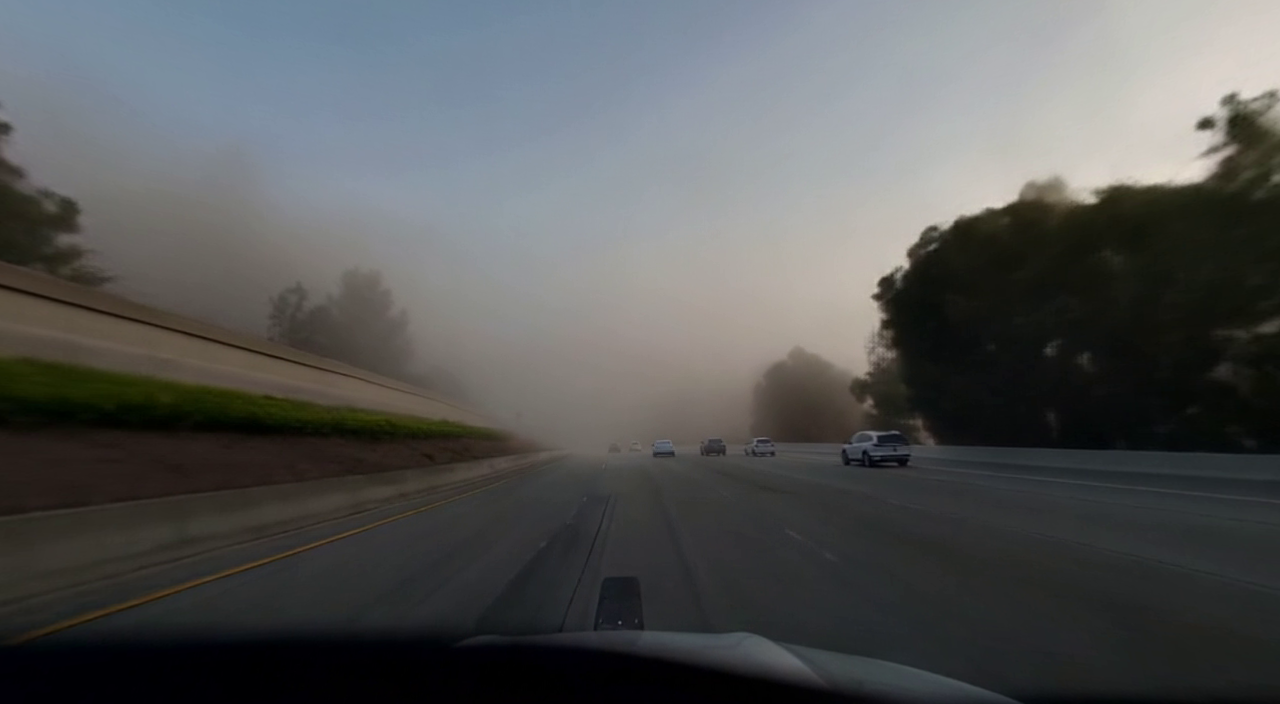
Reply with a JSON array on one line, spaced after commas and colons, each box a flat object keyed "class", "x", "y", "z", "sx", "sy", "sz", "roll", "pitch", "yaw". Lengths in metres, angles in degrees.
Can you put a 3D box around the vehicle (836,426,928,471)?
[{"class": "vehicle", "x": 10.421, "y": 4.199, "z": 27.528, "sx": 2.077, "sy": 1.763, "sz": 4.472, "roll": 0, "pitch": -8, "yaw": -2}]
